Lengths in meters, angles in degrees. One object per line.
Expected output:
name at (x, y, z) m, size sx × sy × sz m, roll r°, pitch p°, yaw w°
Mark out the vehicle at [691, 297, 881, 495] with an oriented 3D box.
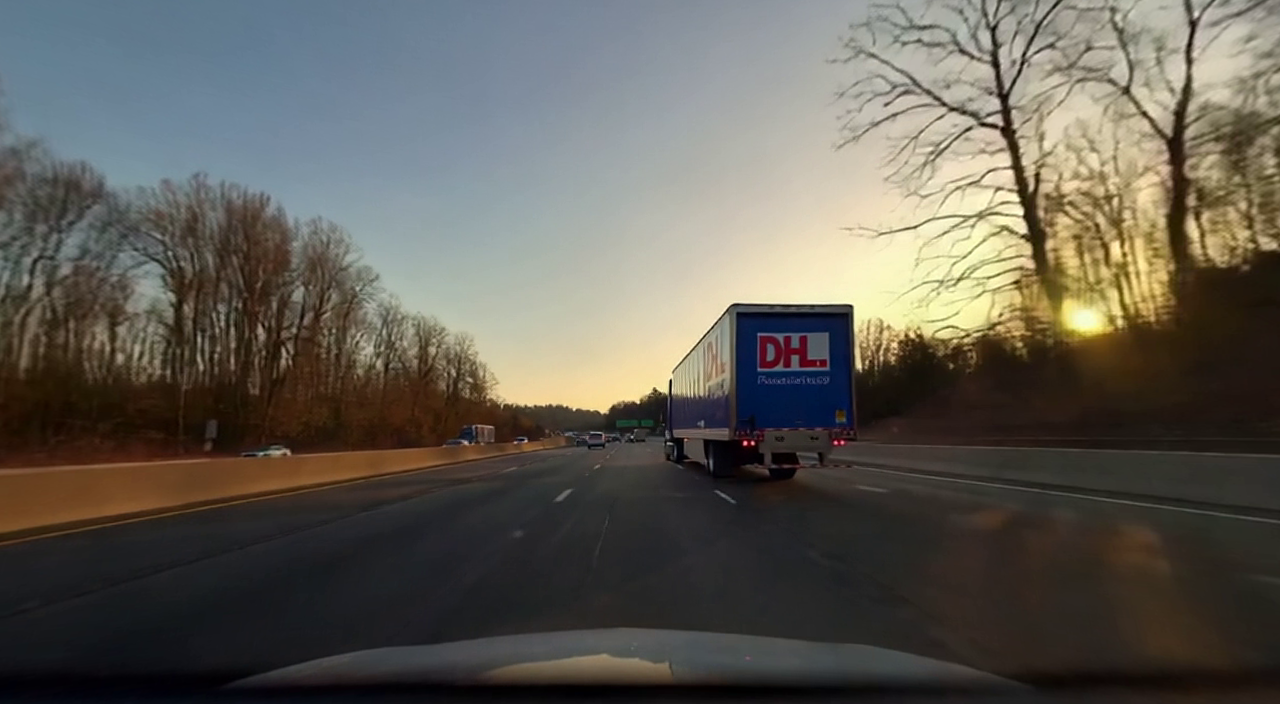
vehicle at (3.448, 1.481, 17.832) m, size 3.011 × 4.211 × 8.926 m, roll 0°, pitch -8°, yaw -1°
